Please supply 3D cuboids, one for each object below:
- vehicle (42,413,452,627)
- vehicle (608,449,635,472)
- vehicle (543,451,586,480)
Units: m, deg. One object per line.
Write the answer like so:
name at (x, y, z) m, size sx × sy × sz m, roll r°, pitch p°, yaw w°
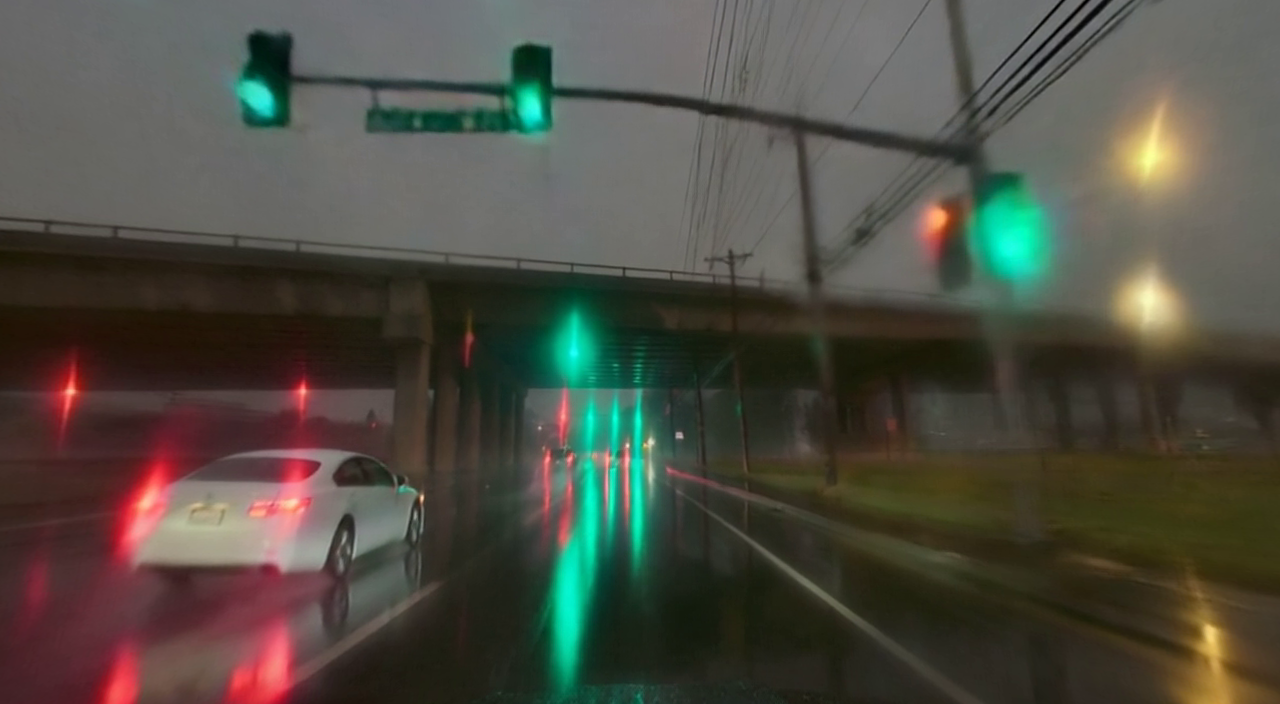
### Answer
vehicle at (-3.743, 1.644, 7.191) m, size 1.925 × 1.666 × 4.271 m, roll 0°, pitch -8°, yaw -1°
vehicle at (-1.417, 8.192, 47.837) m, size 1.985 × 1.565 × 3.968 m, roll 0°, pitch -8°, yaw -2°
vehicle at (-4.059, 6.151, 34.582) m, size 1.946 × 1.437 × 4.154 m, roll 0°, pitch -8°, yaw -1°
